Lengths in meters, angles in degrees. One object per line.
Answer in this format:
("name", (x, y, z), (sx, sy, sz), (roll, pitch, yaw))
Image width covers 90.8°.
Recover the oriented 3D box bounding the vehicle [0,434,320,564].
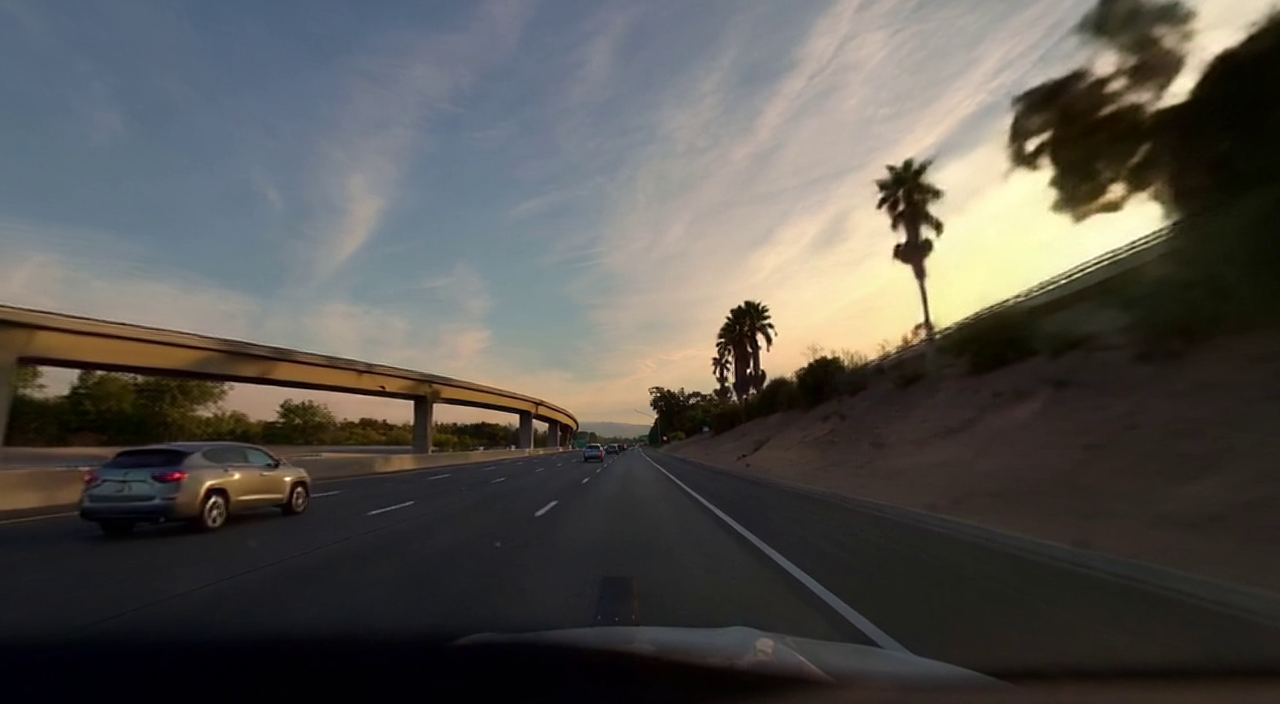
("vehicle", (-6.934, 2.051, 9.609), (1.914, 1.503, 4.268), (0, -9, -1))
